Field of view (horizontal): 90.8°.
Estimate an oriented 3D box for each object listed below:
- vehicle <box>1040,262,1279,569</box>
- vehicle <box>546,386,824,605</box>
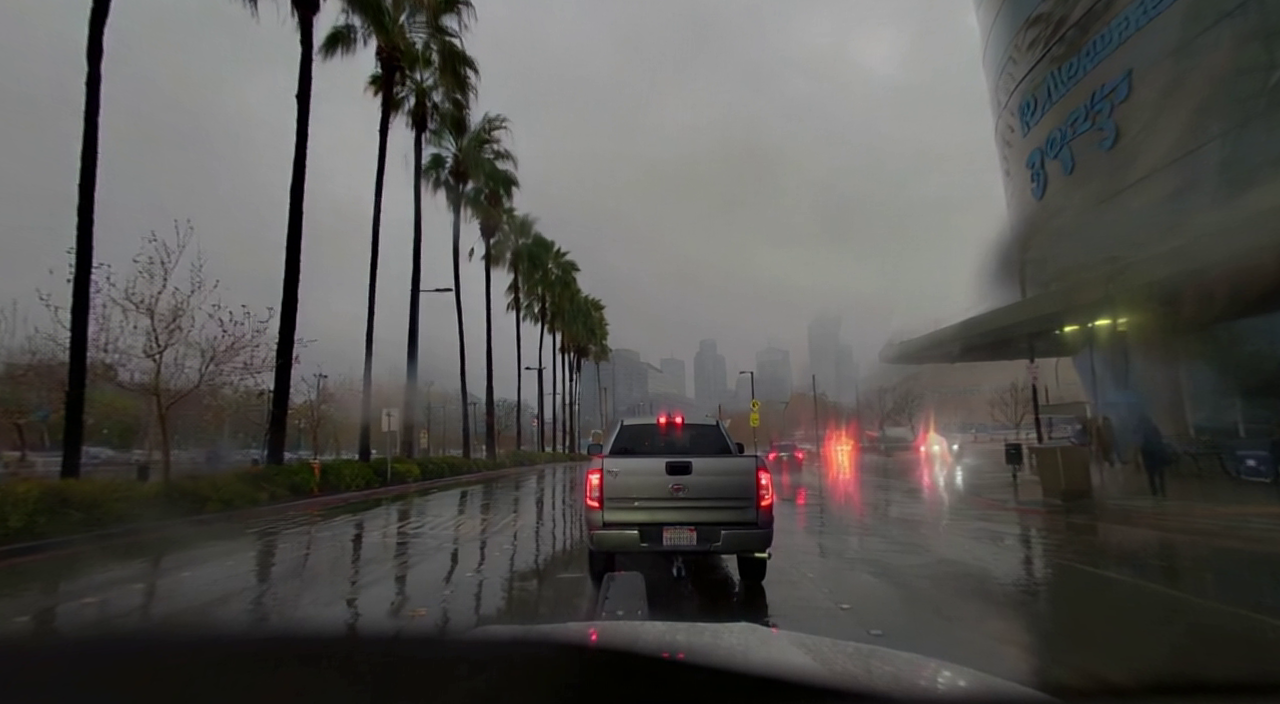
[{"bbox_3d":[7.918,0.892,8.610,2.666,3.345,3.622,-1,-9,8],"label":"vehicle"},{"bbox_3d":[0.406,1.589,7.986,2.311,1.819,5.255,0,-8,1],"label":"vehicle"}]
